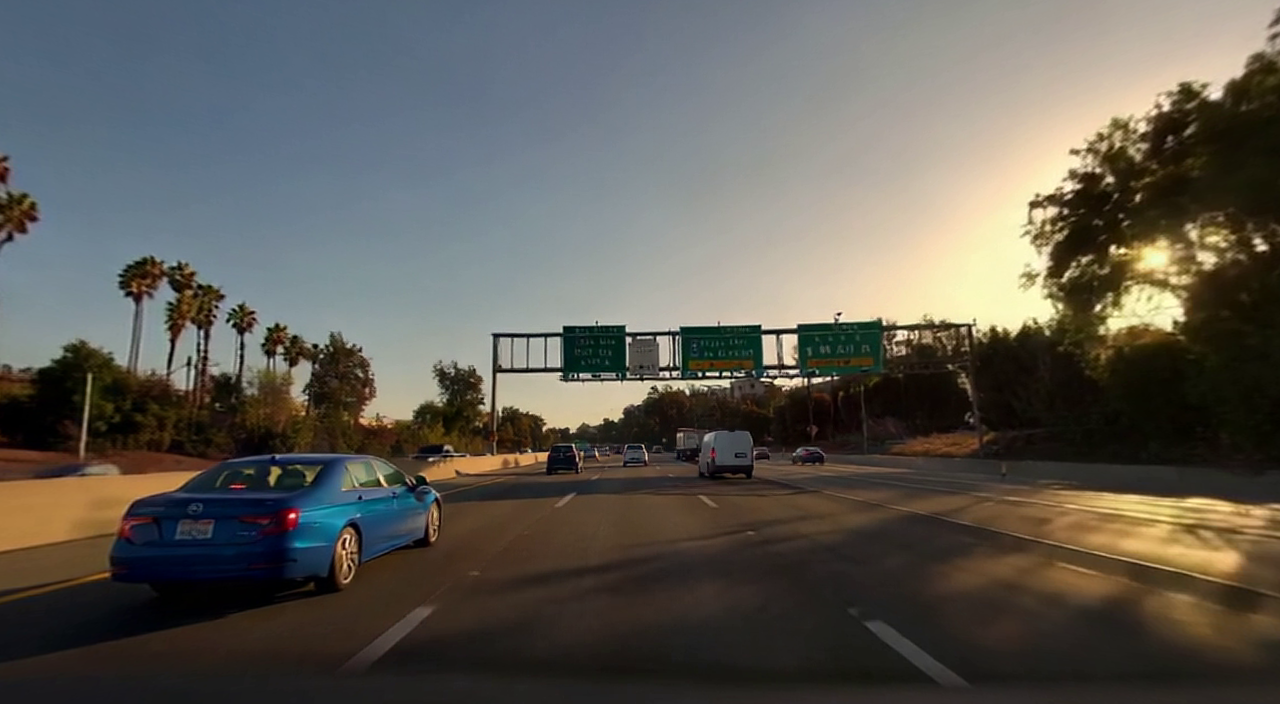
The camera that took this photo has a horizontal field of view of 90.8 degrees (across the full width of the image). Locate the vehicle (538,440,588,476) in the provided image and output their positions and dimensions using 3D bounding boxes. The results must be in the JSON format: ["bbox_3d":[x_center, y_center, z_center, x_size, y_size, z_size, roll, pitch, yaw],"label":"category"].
[{"bbox_3d":[-4.082,5.741,34.411,2.109,1.793,4.613,0,-9,0],"label":"vehicle"}]

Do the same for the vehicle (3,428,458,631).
[{"bbox_3d":[-3.633,1.637,6.870,1.991,1.469,4.381,0,-9,0],"label":"vehicle"}]

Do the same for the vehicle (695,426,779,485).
[{"bbox_3d":[3.646,4.062,25.021,2.250,2.074,5.723,0,-9,-2],"label":"vehicle"}]

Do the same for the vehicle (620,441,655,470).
[{"bbox_3d":[-0.208,6.756,41.493,2.212,1.786,4.198,0,-9,-1],"label":"vehicle"}]
